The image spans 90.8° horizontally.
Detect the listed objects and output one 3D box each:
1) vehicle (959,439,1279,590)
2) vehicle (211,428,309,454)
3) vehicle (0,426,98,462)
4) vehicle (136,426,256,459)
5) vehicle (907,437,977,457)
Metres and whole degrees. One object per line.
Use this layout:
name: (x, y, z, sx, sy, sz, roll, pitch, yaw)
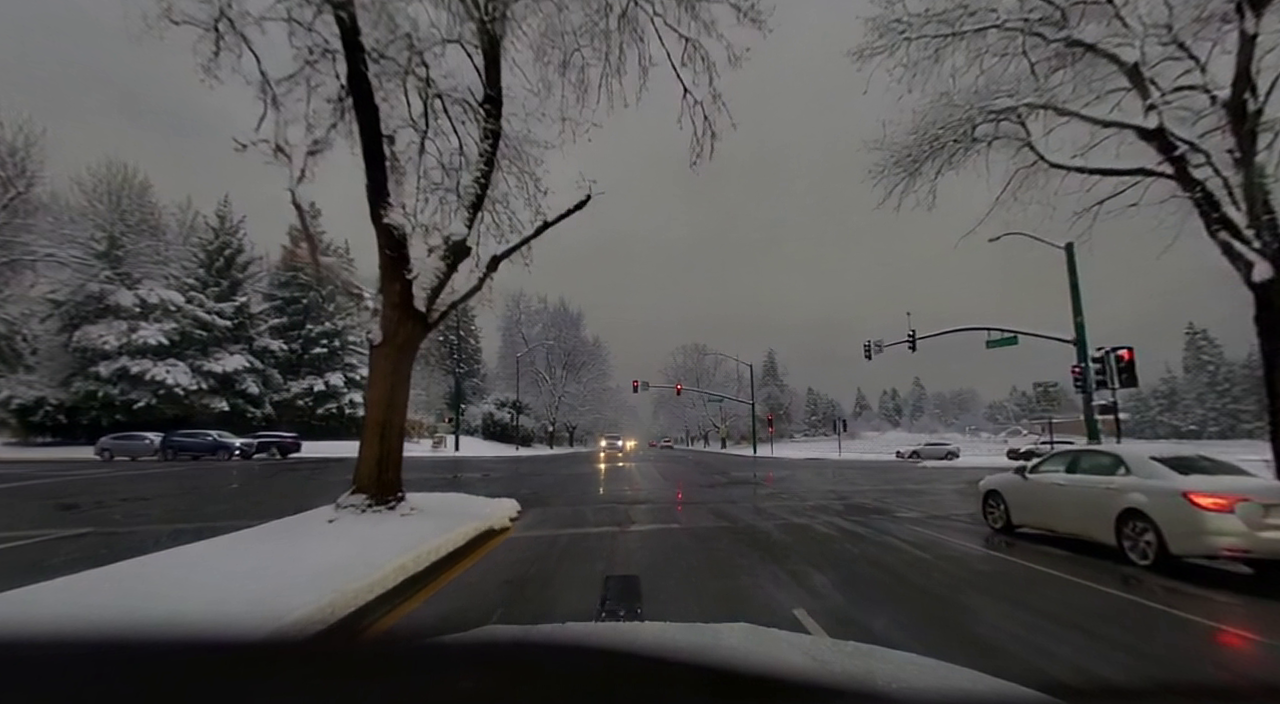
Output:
vehicle: (6.129, 1.868, 8.140, 1.815, 1.417, 4.125, 1, -9, -1)
vehicle: (-23.056, 5.424, 38.444, 4.683, 1.495, 2.119, -1, -9, 5)
vehicle: (-25.817, 3.839, 26.352, 4.335, 1.442, 1.862, 2, -9, -15)
vehicle: (-21.638, 4.443, 30.990, 4.331, 1.544, 1.896, 2, -9, -16)
vehicle: (22.555, 7.106, 47.222, 4.516, 1.468, 1.962, 3, -9, -17)
